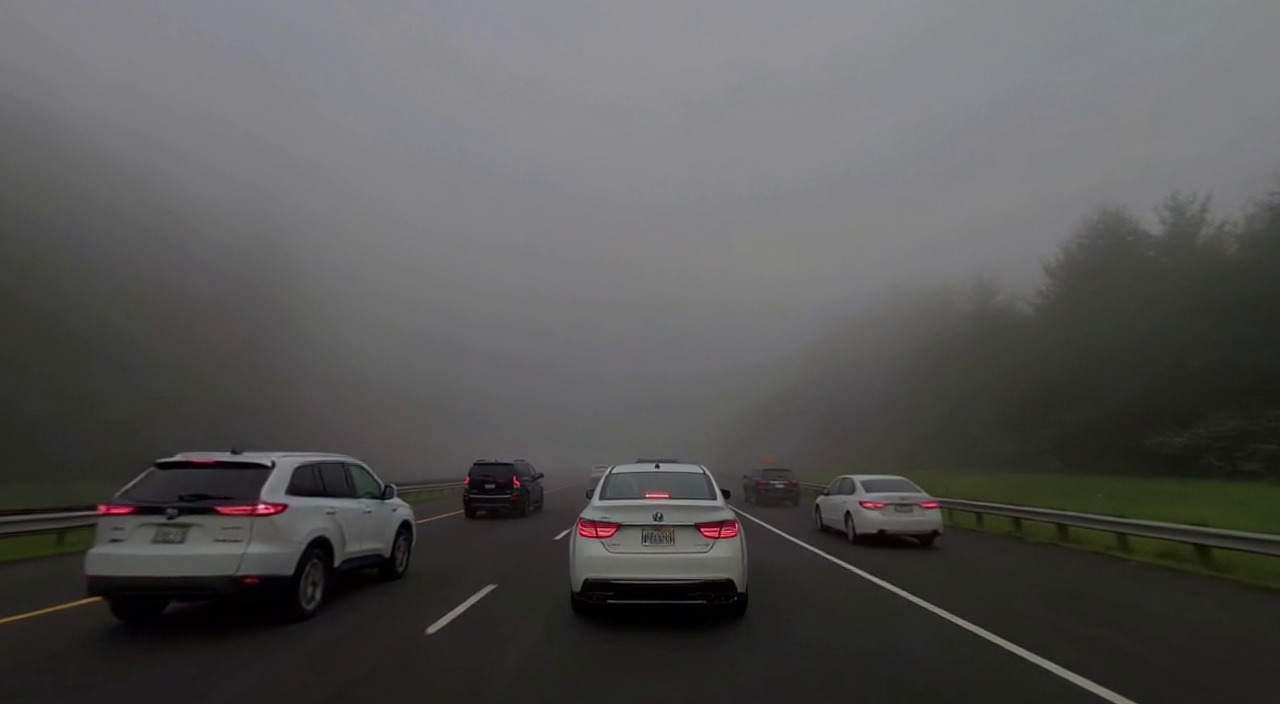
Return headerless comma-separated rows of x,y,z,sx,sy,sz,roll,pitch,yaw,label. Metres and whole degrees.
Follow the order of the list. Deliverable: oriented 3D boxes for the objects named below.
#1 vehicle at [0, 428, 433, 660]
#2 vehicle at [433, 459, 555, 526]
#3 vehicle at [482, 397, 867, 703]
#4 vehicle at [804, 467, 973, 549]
-3.910,1.714,6.536,1.994,1.556,4.263,0,-11,1,vehicle
-3.680,3.666,16.862,1.960,1.502,4.593,0,-11,3,vehicle
0.150,1.498,5.533,2.057,1.725,4.126,1,-11,-1,vehicle
4.915,3.138,13.198,1.870,1.382,4.287,0,-11,1,vehicle
